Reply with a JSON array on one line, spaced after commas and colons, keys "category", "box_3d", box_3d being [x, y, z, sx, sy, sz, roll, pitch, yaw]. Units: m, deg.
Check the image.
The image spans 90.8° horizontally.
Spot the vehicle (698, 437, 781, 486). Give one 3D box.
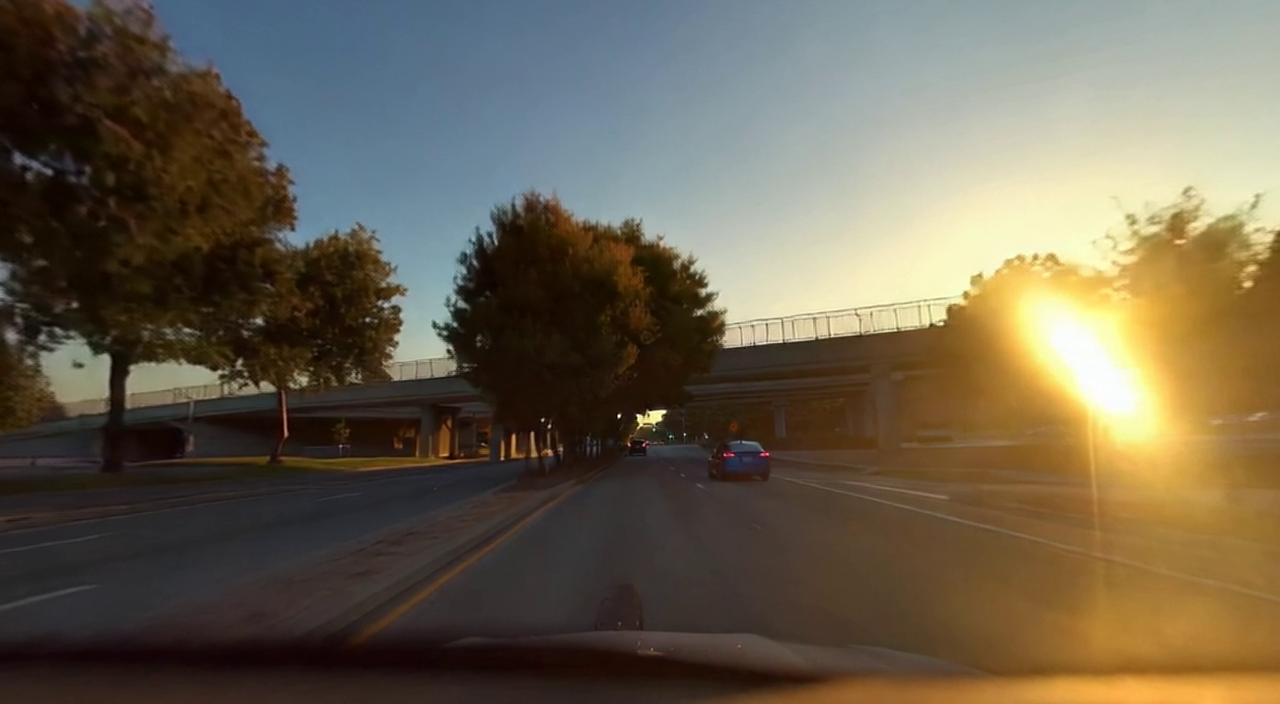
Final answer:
[{"category": "vehicle", "box_3d": [3.291, 3.727, 21.867, 2.062, 1.484, 4.332, 0, -8, -1]}]
